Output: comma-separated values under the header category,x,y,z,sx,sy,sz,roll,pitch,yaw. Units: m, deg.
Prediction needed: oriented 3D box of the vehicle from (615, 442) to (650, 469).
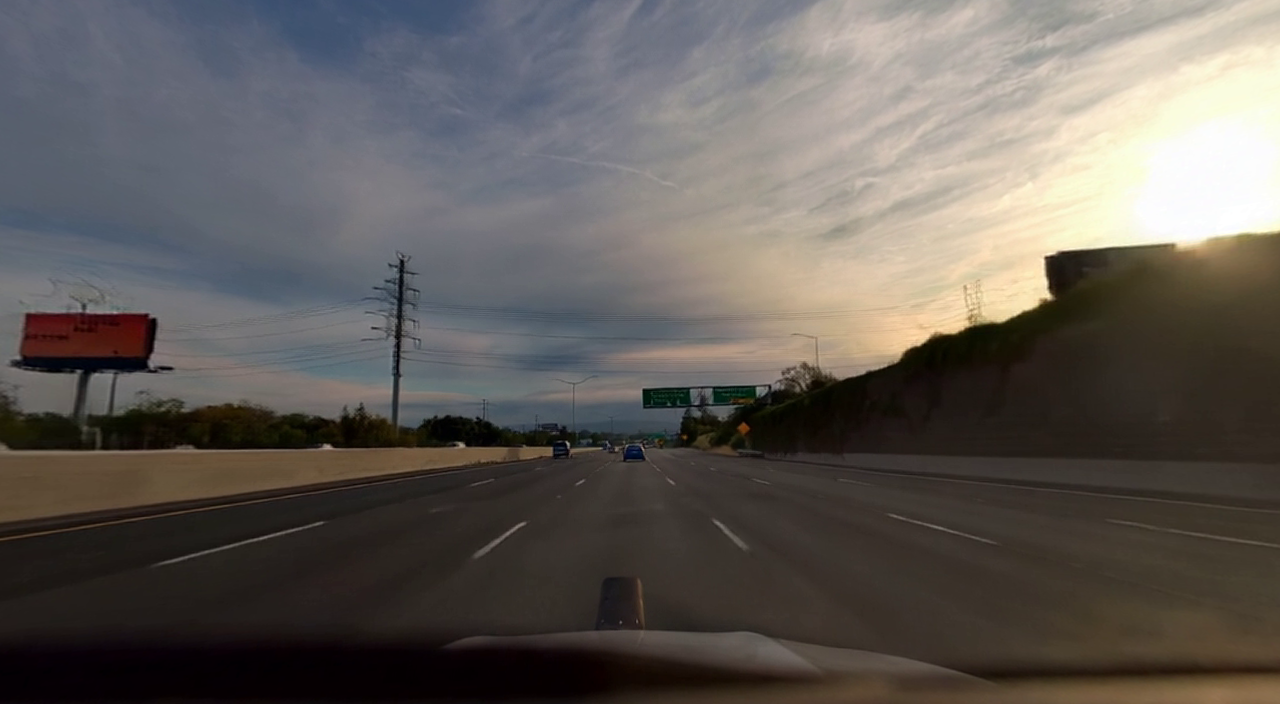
category,x,y,z,sx,sy,sz,roll,pitch,yaw
vehicle,-0.503,6.435,39.545,2.074,1.574,3.971,0,-8,-1
